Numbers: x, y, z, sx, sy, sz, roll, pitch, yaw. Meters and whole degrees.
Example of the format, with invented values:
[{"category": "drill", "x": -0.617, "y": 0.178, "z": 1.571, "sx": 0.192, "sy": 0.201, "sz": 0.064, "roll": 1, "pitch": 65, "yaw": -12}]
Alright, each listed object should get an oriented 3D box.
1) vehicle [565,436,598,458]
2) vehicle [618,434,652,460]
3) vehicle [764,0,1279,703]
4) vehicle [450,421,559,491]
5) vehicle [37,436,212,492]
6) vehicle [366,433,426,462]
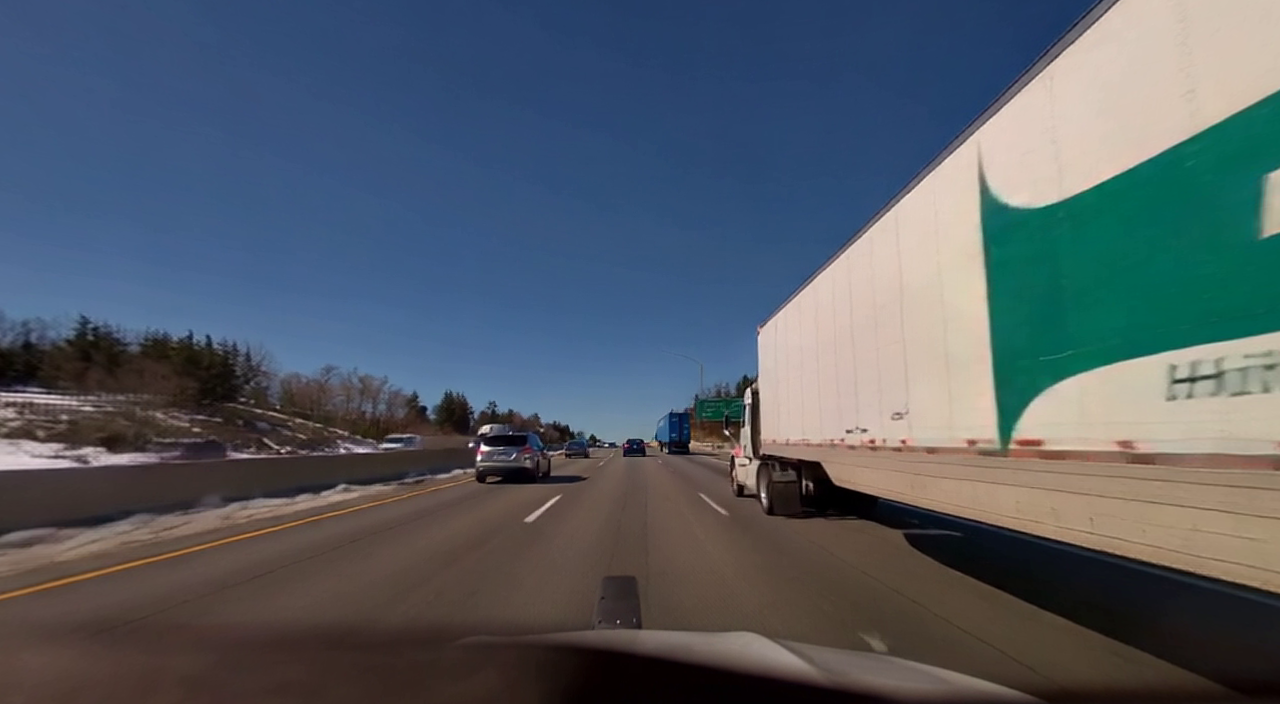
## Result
[{"category": "vehicle", "x": -4.190, "y": 6.882, "z": 45.920, "sx": 2.021, "sy": 1.514, "sz": 4.190, "roll": 0, "pitch": -8, "yaw": 0}, {"category": "vehicle", "x": -0.376, "y": 6.198, "z": 41.256, "sx": 2.088, "sy": 1.567, "sz": 4.240, "roll": 0, "pitch": -8, "yaw": -1}, {"category": "vehicle", "x": 3.786, "y": -0.168, "z": 3.673, "sx": 2.959, "sy": 4.058, "sz": 14.485, "roll": 0, "pitch": -8, "yaw": -1}, {"category": "vehicle", "x": -3.563, "y": 2.814, "z": 17.468, "sx": 2.054, "sy": 1.671, "sz": 4.445, "roll": 0, "pitch": -8, "yaw": 0}, {"category": "vehicle", "x": -15.605, "y": 3.371, "z": 19.380, "sx": 1.840, "sy": 1.512, "sz": 4.173, "roll": 0, "pitch": -8, "yaw": 0}, {"category": "vehicle", "x": -15.938, "y": 6.245, "z": 41.340, "sx": 2.066, "sy": 1.729, "sz": 4.770, "roll": 0, "pitch": -8, "yaw": 0}]
